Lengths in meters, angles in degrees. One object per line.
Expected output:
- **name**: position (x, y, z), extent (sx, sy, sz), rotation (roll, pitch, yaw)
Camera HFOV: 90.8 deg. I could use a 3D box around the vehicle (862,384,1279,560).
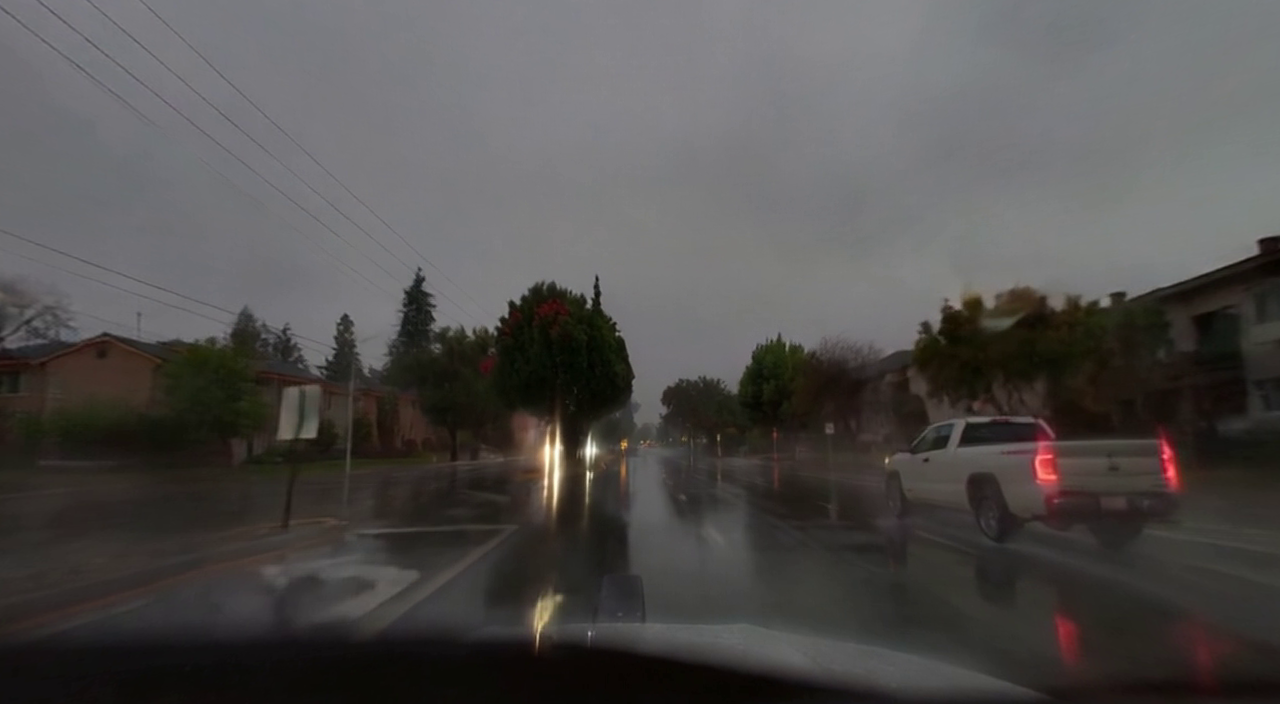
- **vehicle**: position (5.997, 1.786, 10.191), extent (2.493, 1.956, 6.125), rotation (0, -8, -1)
